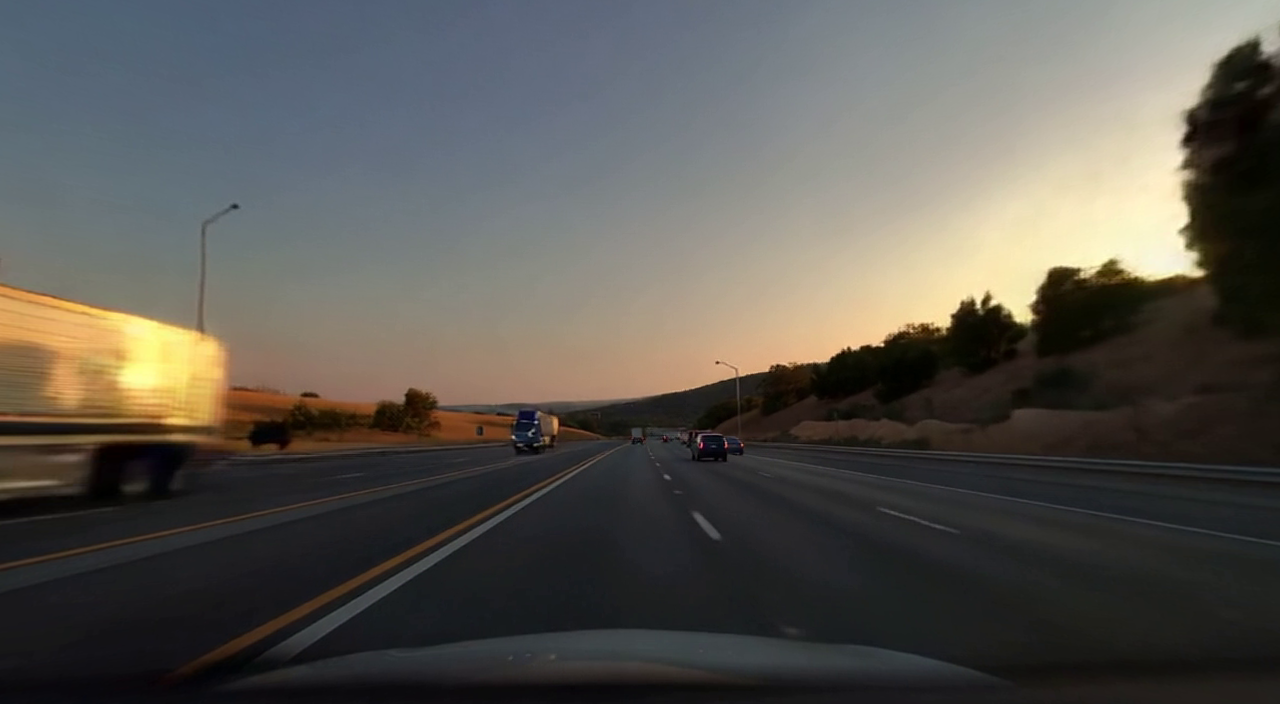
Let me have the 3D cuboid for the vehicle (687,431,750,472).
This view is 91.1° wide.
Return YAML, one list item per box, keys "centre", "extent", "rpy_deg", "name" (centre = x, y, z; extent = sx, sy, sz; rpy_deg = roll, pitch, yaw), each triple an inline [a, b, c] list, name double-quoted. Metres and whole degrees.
- centre: [3.253, 4.204, 26.946]
  extent: [2.084, 1.583, 4.420]
  rpy_deg: [0, -8, -1]
  name: "vehicle"

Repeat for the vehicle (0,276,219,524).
- centre: [-12.419, 0.581, 8.888]
  extent: [3.293, 4.139, 14.123]
  rpy_deg: [0, -8, -1]
  name: "vehicle"

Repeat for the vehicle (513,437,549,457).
- centre: [-8.586, 7.517, 49.959]
  extent: [1.946, 1.496, 5.056]
  rpy_deg: [0, -8, 0]
  name: "vehicle"
